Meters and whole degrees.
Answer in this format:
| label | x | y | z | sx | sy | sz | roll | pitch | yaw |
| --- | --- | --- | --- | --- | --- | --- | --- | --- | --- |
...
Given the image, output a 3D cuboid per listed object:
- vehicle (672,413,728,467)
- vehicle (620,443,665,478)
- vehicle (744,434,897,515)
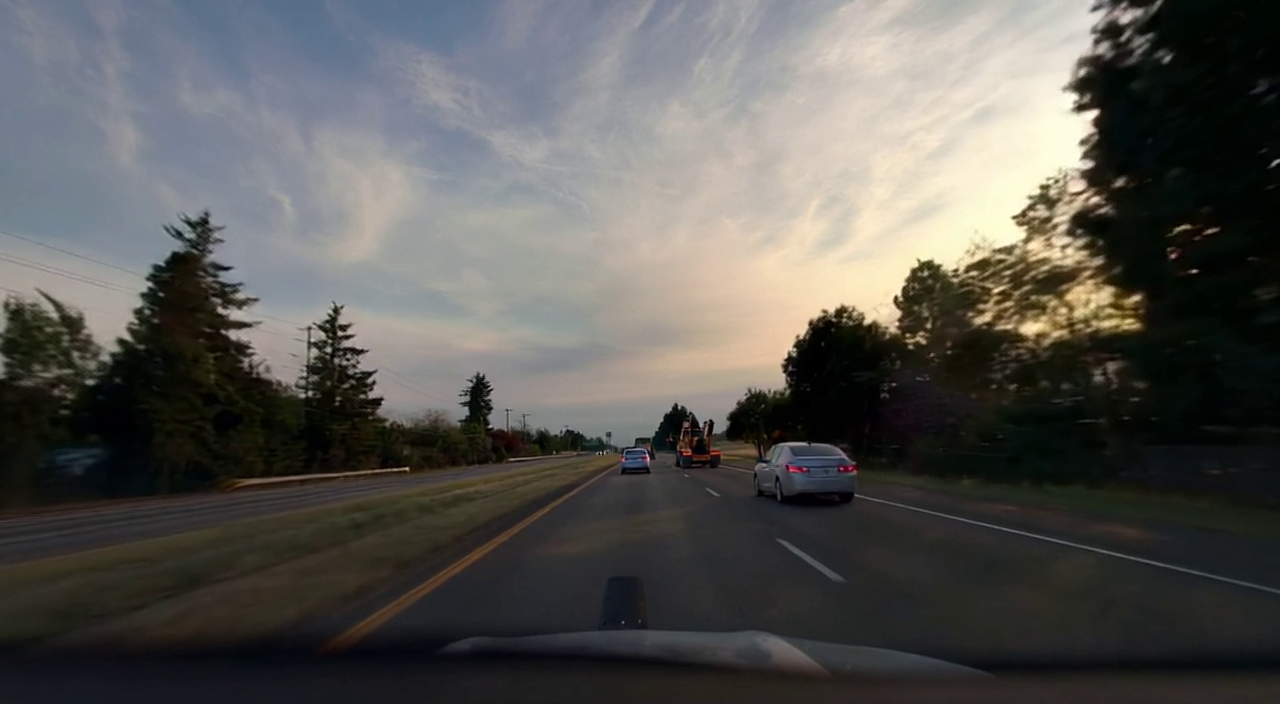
| label | x | y | z | sx | sy | sz | roll | pitch | yaw |
| --- | --- | --- | --- | --- | --- | --- | --- | --- | --- |
| vehicle | 4.243 | 6.528 | 46.297 | 3.089 | 3.568 | 8.101 | 0 | -9 | -2 |
| vehicle | 0.082 | 5.246 | 30.675 | 2.045 | 1.527 | 4.023 | 0 | -9 | -1 |
| vehicle | 3.754 | 2.635 | 13.980 | 2.168 | 1.529 | 3.883 | 0 | -9 | -1 |
